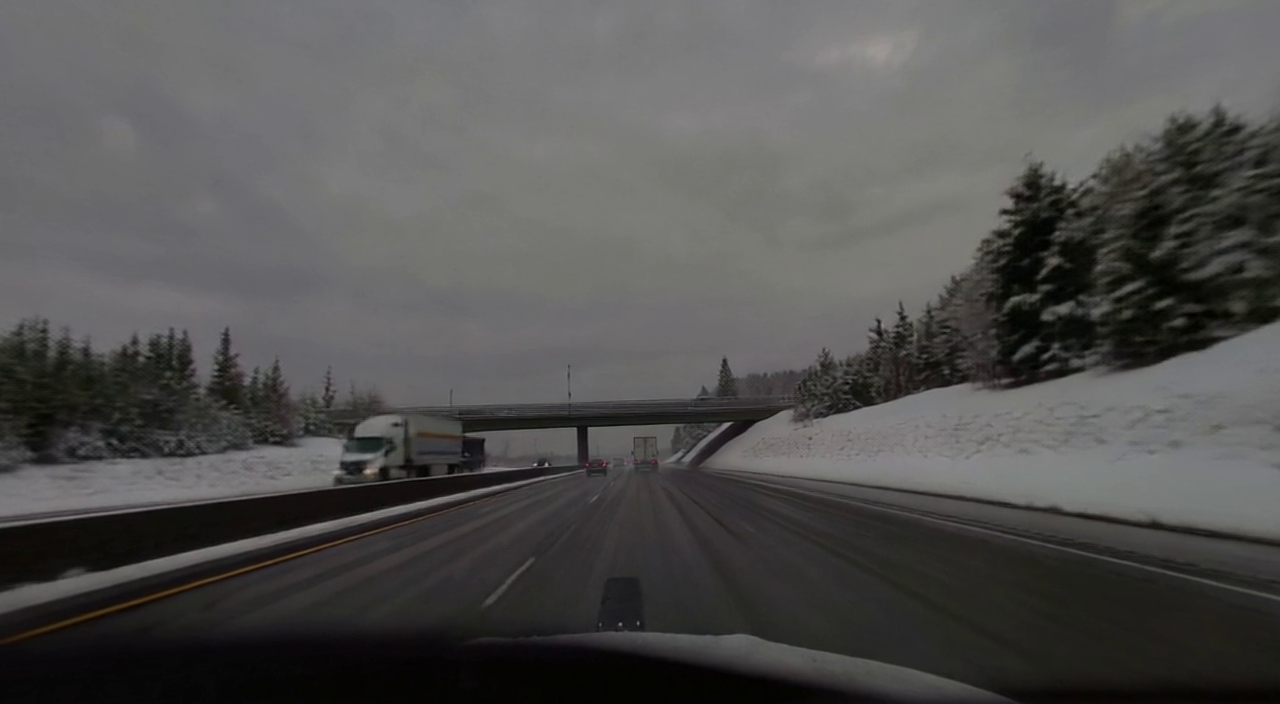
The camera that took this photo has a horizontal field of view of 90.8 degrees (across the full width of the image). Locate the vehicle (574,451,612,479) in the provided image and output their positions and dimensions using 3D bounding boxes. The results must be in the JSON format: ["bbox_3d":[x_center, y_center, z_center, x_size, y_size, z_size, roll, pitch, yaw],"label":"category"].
[{"bbox_3d":[-2.906,7.048,39.646,2.007,1.647,3.854,0,-9,1],"label":"vehicle"}]

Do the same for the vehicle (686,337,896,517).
[{"bbox_3d":[3.961,2.920,22.500,3.131,4.037,16.729,0,-9,-1],"label":"vehicle"}]

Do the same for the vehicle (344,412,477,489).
[{"bbox_3d":[-14.662,6.648,42.794,2.885,4.151,16.611,0,-9,0],"label":"vehicle"}]
